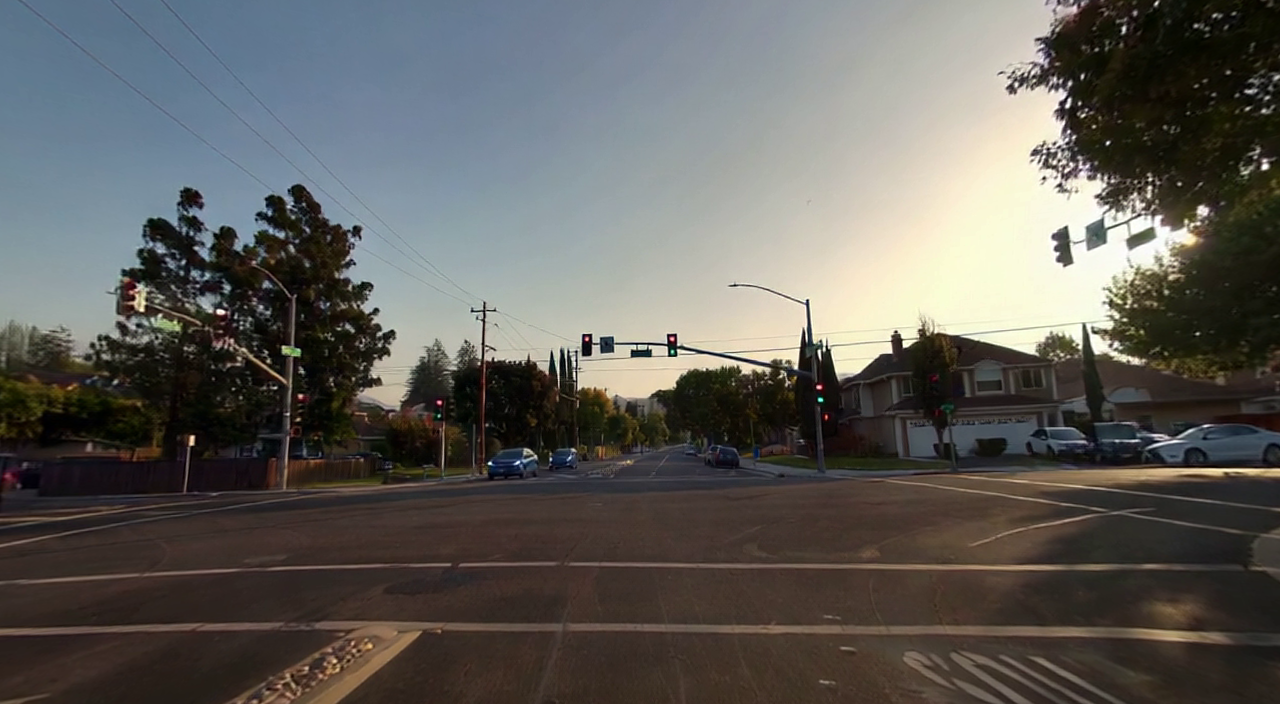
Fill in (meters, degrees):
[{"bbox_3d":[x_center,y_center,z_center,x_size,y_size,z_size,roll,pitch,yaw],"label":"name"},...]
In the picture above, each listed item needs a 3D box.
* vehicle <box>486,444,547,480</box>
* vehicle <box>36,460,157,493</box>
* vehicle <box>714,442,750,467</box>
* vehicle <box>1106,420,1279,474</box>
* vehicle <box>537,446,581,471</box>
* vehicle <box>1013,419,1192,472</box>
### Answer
[{"bbox_3d":[-6.098,5.488,31.784,1.982,1.686,4.195,-1,-8,4],"label":"vehicle"},{"bbox_3d":[-30.103,6.869,35.259,2.106,1.586,5.009,-1,-8,4],"label":"vehicle"},{"bbox_3d":[6.216,6.958,43.219,1.891,1.611,4.269,0,-8,1],"label":"vehicle"},{"bbox_3d":[16.959,2.838,18.960,4.345,1.517,1.913,0,-8,1],"label":"vehicle"},{"bbox_3d":[-5.698,7.530,44.995,2.270,1.605,4.958,-1,-8,3],"label":"vehicle"},{"bbox_3d":[15.998,3.269,22.069,4.452,1.711,2.186,0,-8,1],"label":"vehicle"}]
